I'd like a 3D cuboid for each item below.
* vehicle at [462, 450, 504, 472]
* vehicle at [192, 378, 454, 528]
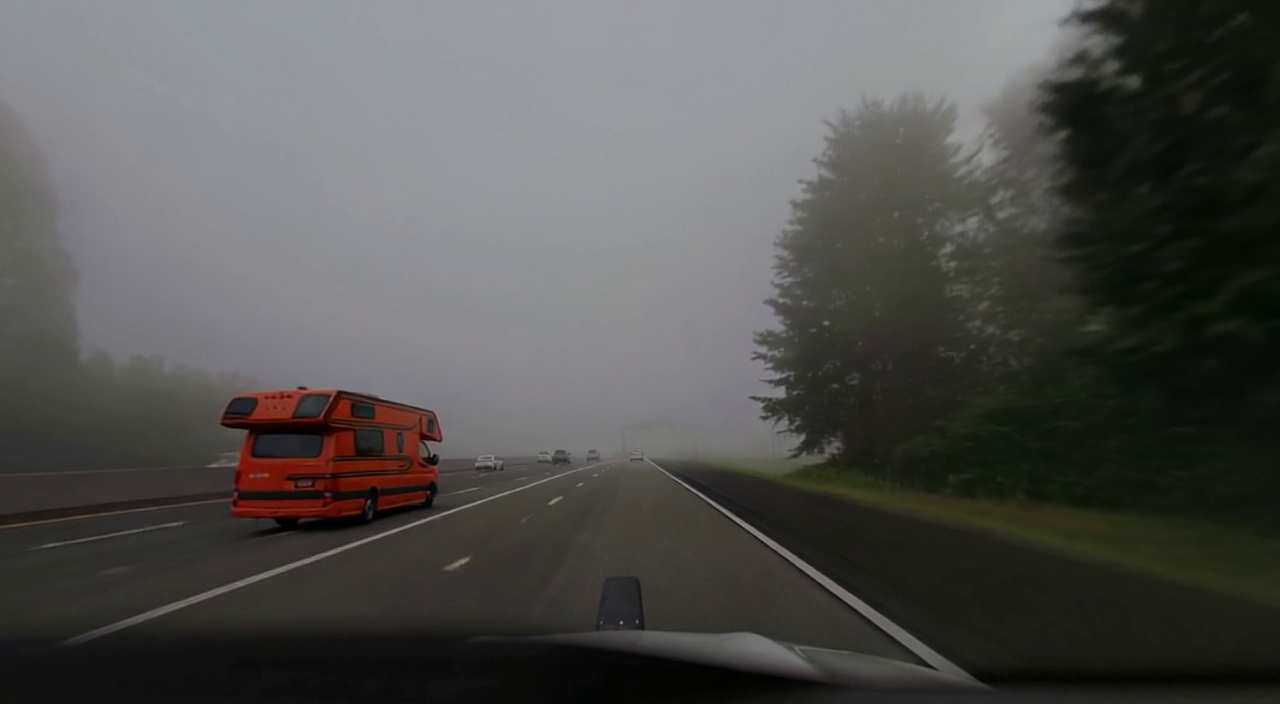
[{"bbox_3d":[-11.436,7.988,46.315,1.981,1.503,4.207,0,-8,0],"label":"vehicle"},{"bbox_3d":[-7.368,2.533,16.244,2.747,2.934,7.411,0,-8,1],"label":"vehicle"}]
